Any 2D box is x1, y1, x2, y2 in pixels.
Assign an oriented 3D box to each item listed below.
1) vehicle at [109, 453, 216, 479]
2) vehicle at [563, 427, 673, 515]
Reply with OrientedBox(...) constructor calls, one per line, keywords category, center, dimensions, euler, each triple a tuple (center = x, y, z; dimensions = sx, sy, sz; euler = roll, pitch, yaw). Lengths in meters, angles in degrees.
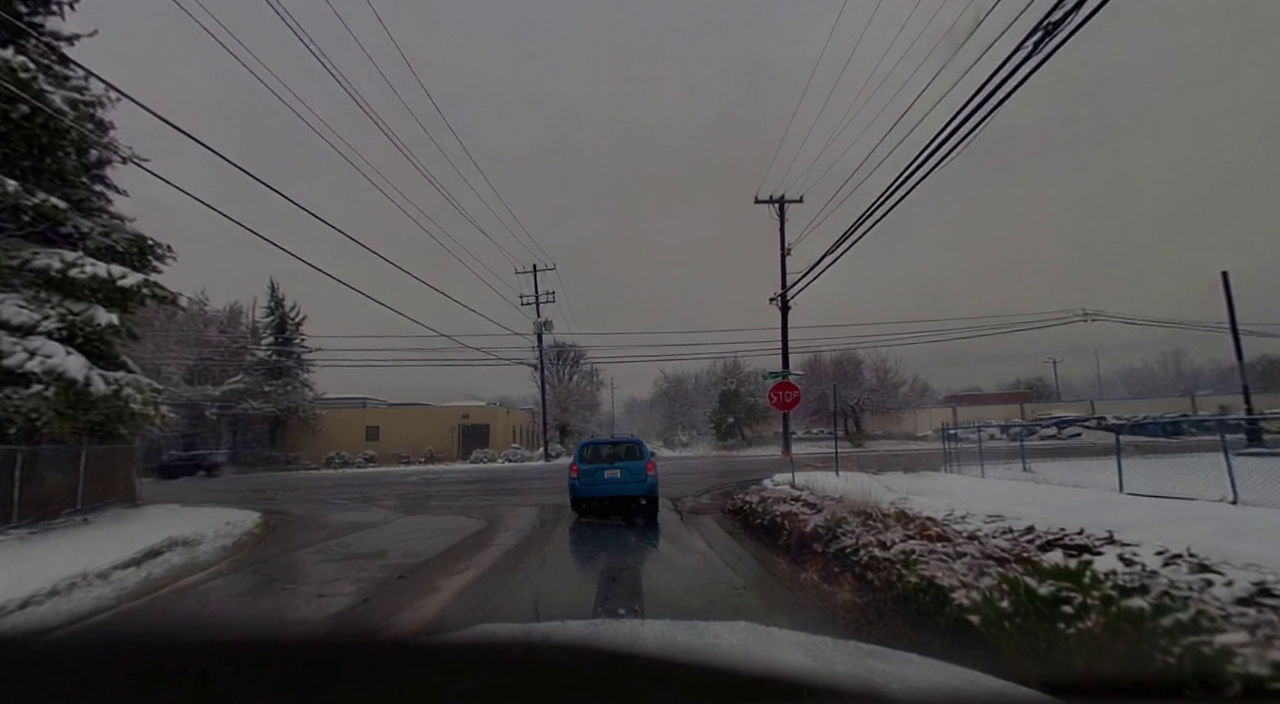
OrientedBox(category="vehicle", center=(-29.104, 6.973, 38.633), dimensions=(4.840, 1.478, 1.794), euler=(1, -9, -8))
OrientedBox(category="vehicle", center=(-0.548, 2.627, 14.444), dimensions=(2.137, 1.698, 4.166), euler=(0, -8, -4))
